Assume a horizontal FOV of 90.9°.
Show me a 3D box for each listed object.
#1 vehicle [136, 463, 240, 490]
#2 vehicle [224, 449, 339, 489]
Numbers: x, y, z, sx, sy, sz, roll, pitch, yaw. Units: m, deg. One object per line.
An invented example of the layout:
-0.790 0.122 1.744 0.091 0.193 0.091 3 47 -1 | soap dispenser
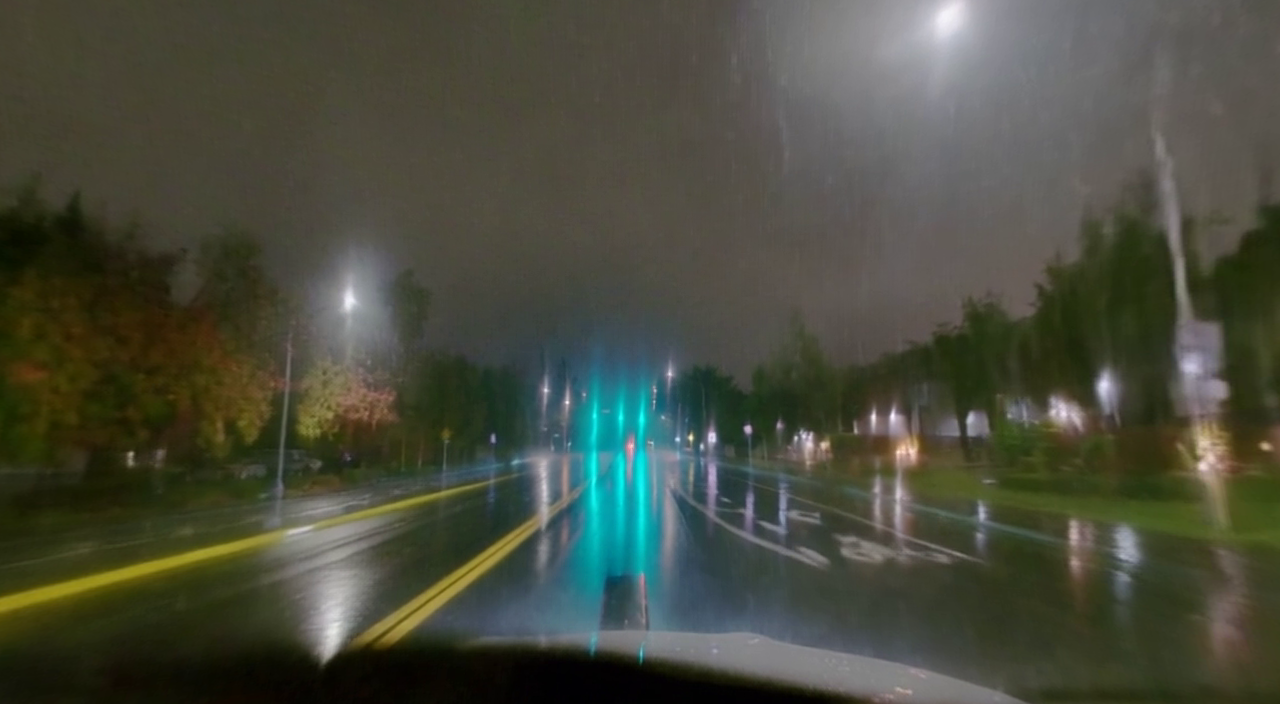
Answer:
-27.751 7.638 38.836 4.696 1.518 2.224 0 -8 -2 | vehicle
-21.915 7.171 38.662 5.841 1.902 2.244 -5 -8 4 | vehicle
